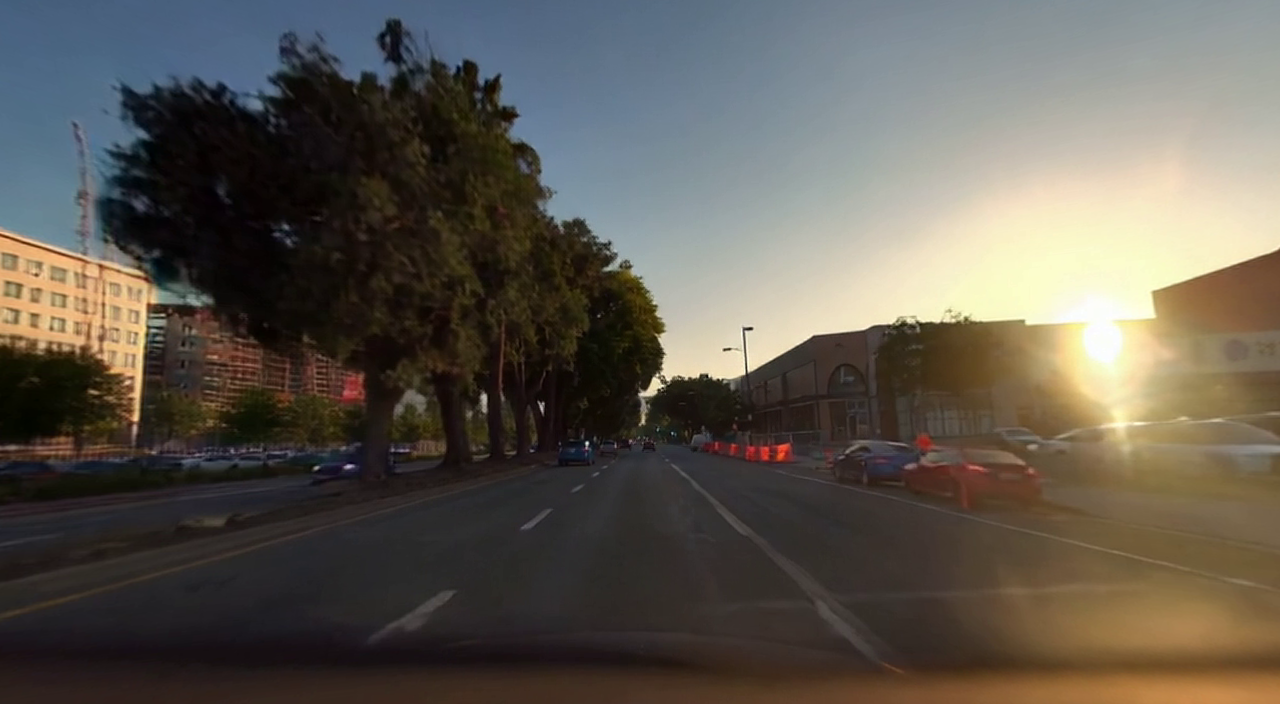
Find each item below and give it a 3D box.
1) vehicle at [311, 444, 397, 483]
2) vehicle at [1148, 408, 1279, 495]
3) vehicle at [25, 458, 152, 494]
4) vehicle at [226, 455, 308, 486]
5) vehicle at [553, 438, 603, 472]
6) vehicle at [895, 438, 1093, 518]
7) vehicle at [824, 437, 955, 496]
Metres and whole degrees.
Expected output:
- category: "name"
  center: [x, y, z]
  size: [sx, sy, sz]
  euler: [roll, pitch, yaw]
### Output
- category: "vehicle"
  center: [-12.170, 4.733, 27.080]
  size: [1.797, 1.510, 3.919]
  euler: [0, -8, 1]
- category: "vehicle"
  center: [13.378, 2.043, 13.023]
  size: [1.916, 1.683, 4.516]
  euler: [0, -8, 0]
- category: "vehicle"
  center: [-29.683, 6.633, 34.094]
  size: [4.947, 1.683, 1.968]
  euler: [7, -11, -41]
- category: "vehicle"
  center: [-22.063, 7.013, 37.514]
  size: [1.955, 1.447, 4.911]
  euler: [-5, -8, 0]
- category: "vehicle"
  center: [-2.841, 4.814, 29.653]
  size: [1.926, 1.442, 4.231]
  euler: [0, -8, 0]
- category: "vehicle"
  center: [7.301, 2.585, 13.617]
  size: [1.799, 1.399, 4.317]
  euler: [-1, -8, 1]
- category: "vehicle"
  center: [7.096, 3.270, 18.506]
  size: [1.953, 1.479, 4.524]
  euler: [0, -8, 0]
